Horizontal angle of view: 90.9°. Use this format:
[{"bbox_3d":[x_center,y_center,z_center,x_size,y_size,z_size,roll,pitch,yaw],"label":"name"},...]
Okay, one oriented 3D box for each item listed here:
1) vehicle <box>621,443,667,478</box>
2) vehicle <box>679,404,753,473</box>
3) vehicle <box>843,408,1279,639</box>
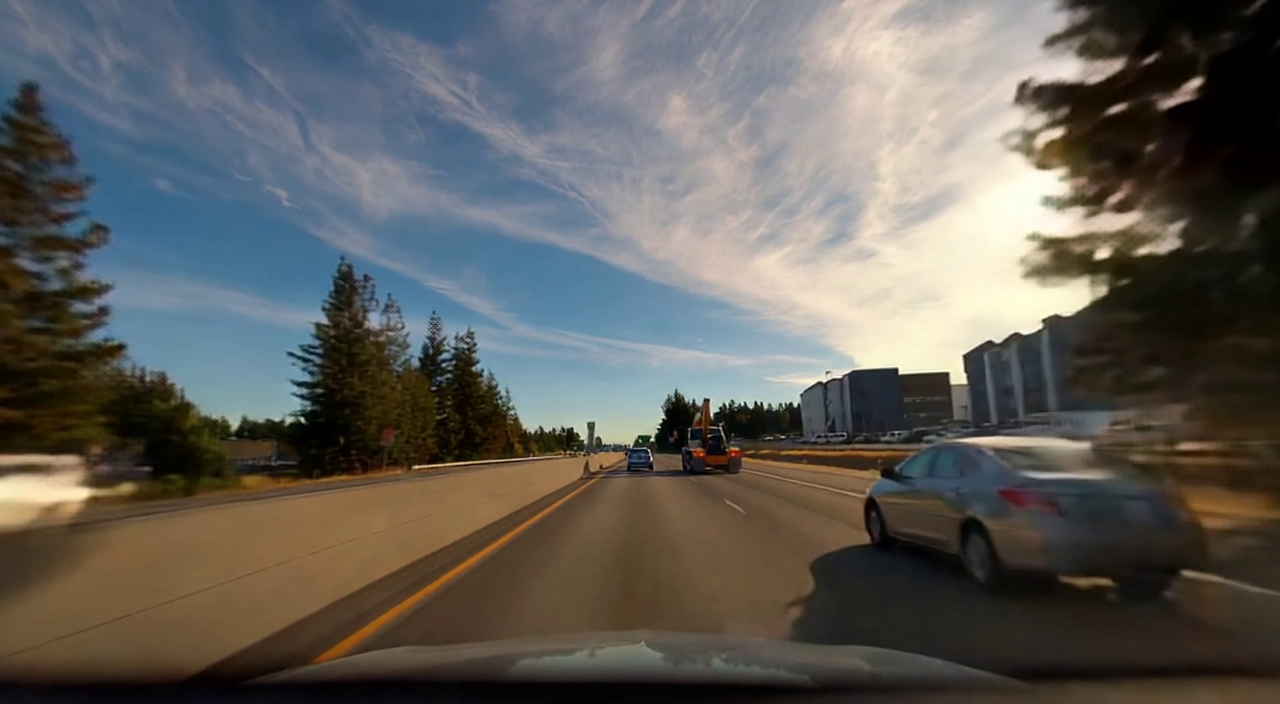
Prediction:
[{"bbox_3d":[0.153,5.138,30.040,2.045,1.527,4.023,0,-9,-1],"label":"vehicle"},{"bbox_3d":[4.159,5.107,36.703,3.089,3.568,8.101,0,-9,-1],"label":"vehicle"},{"bbox_3d":[3.771,1.452,6.234,2.168,1.529,3.883,0,-9,0],"label":"vehicle"}]
